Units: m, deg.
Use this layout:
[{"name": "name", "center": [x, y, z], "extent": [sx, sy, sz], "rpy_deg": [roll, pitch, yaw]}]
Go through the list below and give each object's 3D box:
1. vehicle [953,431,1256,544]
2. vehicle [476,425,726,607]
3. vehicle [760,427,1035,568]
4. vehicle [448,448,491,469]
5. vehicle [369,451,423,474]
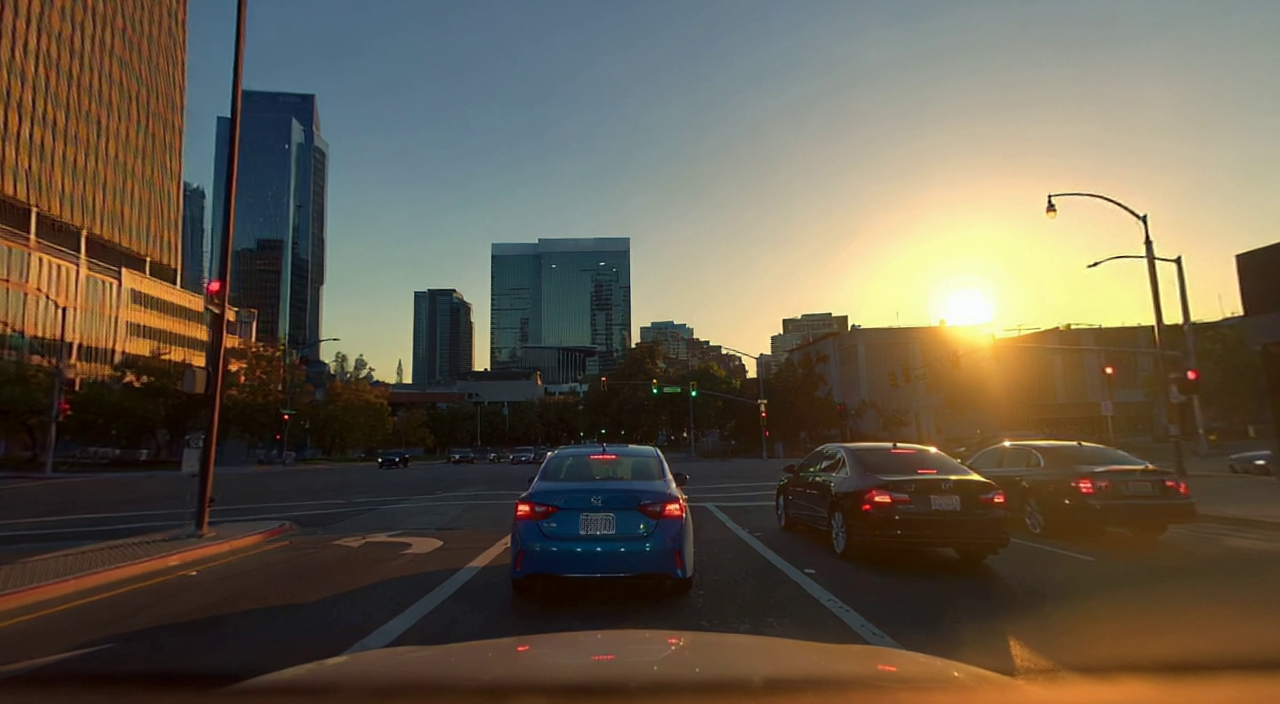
[{"name": "vehicle", "center": [7.440, 2.167, 10.791], "extent": [1.908, 1.517, 4.182], "rpy_deg": [0, -8, -1]}, {"name": "vehicle", "center": [-0.371, 1.655, 7.290], "extent": [2.059, 1.477, 3.988], "rpy_deg": [0, -8, -1]}, {"name": "vehicle", "center": [3.212, 1.890, 8.973], "extent": [2.042, 1.508, 4.109], "rpy_deg": [0, -8, -2]}, {"name": "vehicle", "center": [-13.082, 8.199, 48.729], "extent": [2.049, 1.483, 4.407], "rpy_deg": [0, -8, 1]}, {"name": "vehicle", "center": [-16.994, 7.702, 44.141], "extent": [2.048, 1.463, 4.530], "rpy_deg": [0, -8, -1]}]
